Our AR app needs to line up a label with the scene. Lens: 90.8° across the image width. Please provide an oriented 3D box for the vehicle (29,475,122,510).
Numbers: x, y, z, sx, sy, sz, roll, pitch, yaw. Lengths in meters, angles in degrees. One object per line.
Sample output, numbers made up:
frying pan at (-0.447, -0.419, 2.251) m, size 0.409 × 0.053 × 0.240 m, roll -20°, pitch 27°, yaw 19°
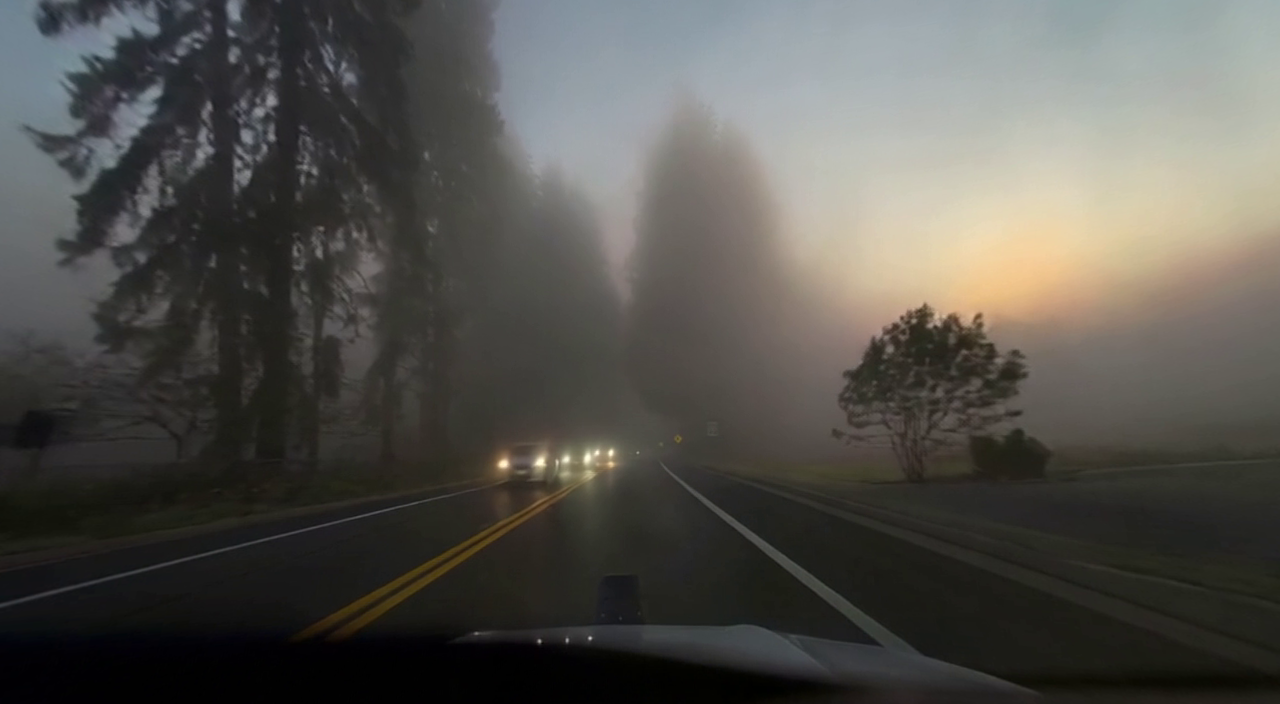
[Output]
vehicle at (-42.190, 10.455, 47.430) m, size 2.099 × 2.149 × 5.433 m, roll 0°, pitch -9°, yaw -4°

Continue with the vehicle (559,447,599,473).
vehicle at (-3.793, 6.808, 40.038) m, size 2.031 × 1.477 × 4.450 m, roll -1°, pitch -9°, yaw 1°

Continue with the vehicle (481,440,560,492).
vehicle at (-4.303, 4.173, 23.526) m, size 1.984 × 1.705 × 4.346 m, roll -1°, pitch -8°, yaw 2°
